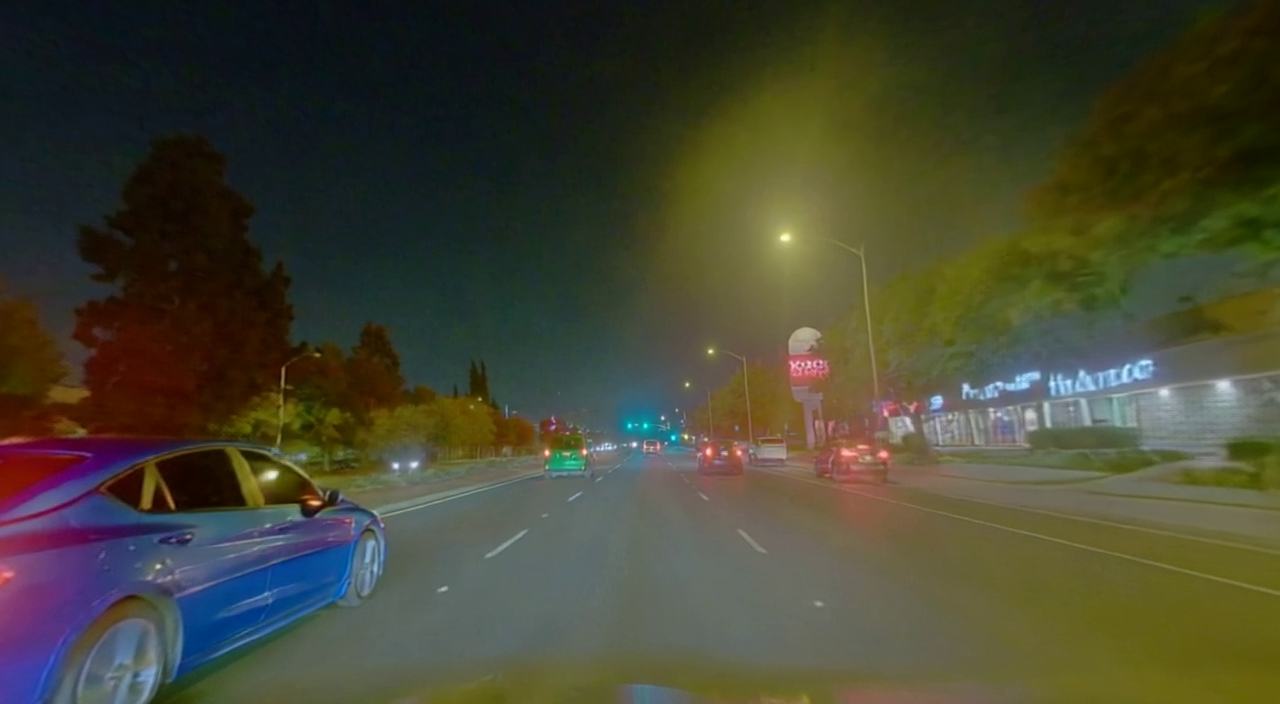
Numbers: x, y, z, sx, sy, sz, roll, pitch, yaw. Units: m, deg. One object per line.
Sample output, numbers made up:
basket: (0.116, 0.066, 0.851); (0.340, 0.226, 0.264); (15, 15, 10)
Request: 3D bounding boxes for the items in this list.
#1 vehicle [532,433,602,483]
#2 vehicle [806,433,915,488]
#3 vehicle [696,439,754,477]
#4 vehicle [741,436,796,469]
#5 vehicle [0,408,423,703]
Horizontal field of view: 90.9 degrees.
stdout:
vehicle: (-2.782, 4.189, 25.243); (2.193, 1.788, 4.603); (0, -8, 1)
vehicle: (7.397, 3.685, 21.740); (2.089, 1.678, 4.725); (0, -8, 0)
vehicle: (3.602, 4.569, 27.385); (1.904, 1.490, 4.299); (0, -8, 0)
vehicle: (7.564, 5.976, 37.610); (2.198, 1.788, 4.941); (1, -8, 0)
vehicle: (-3.262, 1.203, 4.028); (1.956, 1.460, 4.802); (0, -8, 1)
